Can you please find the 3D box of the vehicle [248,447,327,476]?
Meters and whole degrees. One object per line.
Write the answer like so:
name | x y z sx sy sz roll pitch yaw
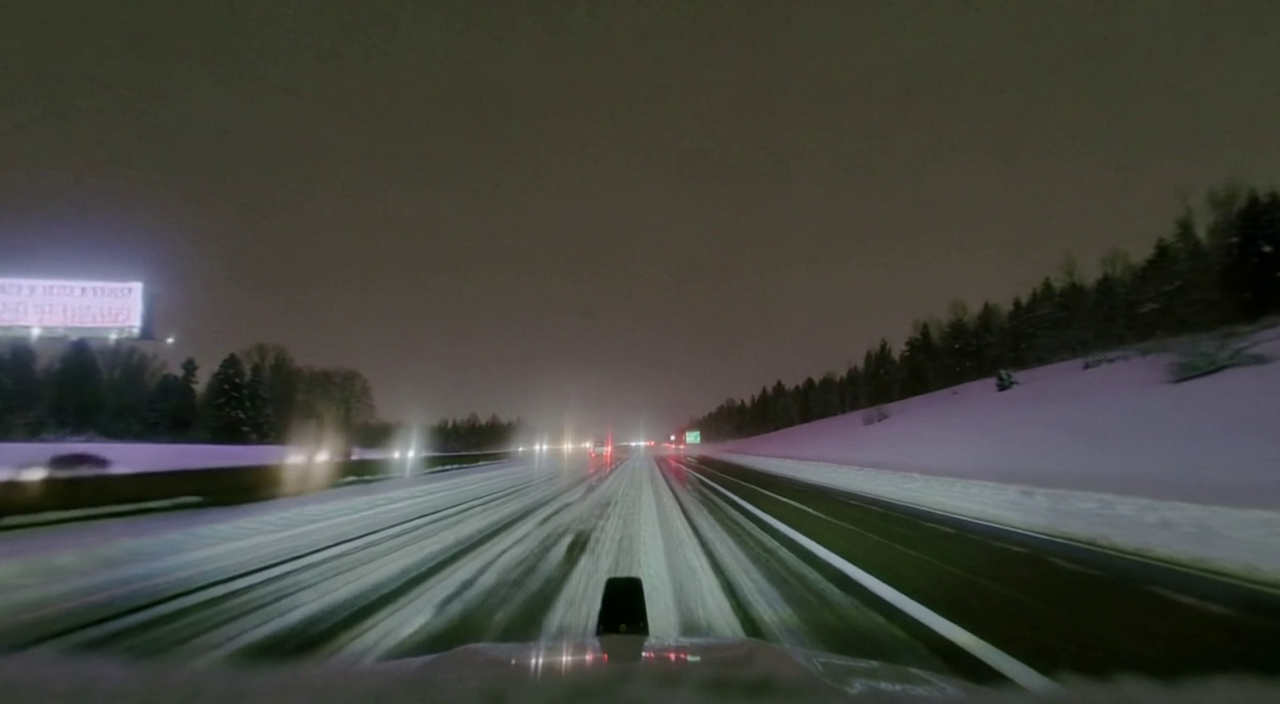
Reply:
vehicle | -20.161 6.242 36.279 1.909 1.494 4.424 0 -8 1

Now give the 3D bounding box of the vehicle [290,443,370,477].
vehicle | -16.134 5.614 33.106 1.957 1.667 4.360 0 -8 1

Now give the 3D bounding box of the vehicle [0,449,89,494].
vehicle | -24.096 4.556 24.172 1.940 1.580 4.371 0 -8 0
